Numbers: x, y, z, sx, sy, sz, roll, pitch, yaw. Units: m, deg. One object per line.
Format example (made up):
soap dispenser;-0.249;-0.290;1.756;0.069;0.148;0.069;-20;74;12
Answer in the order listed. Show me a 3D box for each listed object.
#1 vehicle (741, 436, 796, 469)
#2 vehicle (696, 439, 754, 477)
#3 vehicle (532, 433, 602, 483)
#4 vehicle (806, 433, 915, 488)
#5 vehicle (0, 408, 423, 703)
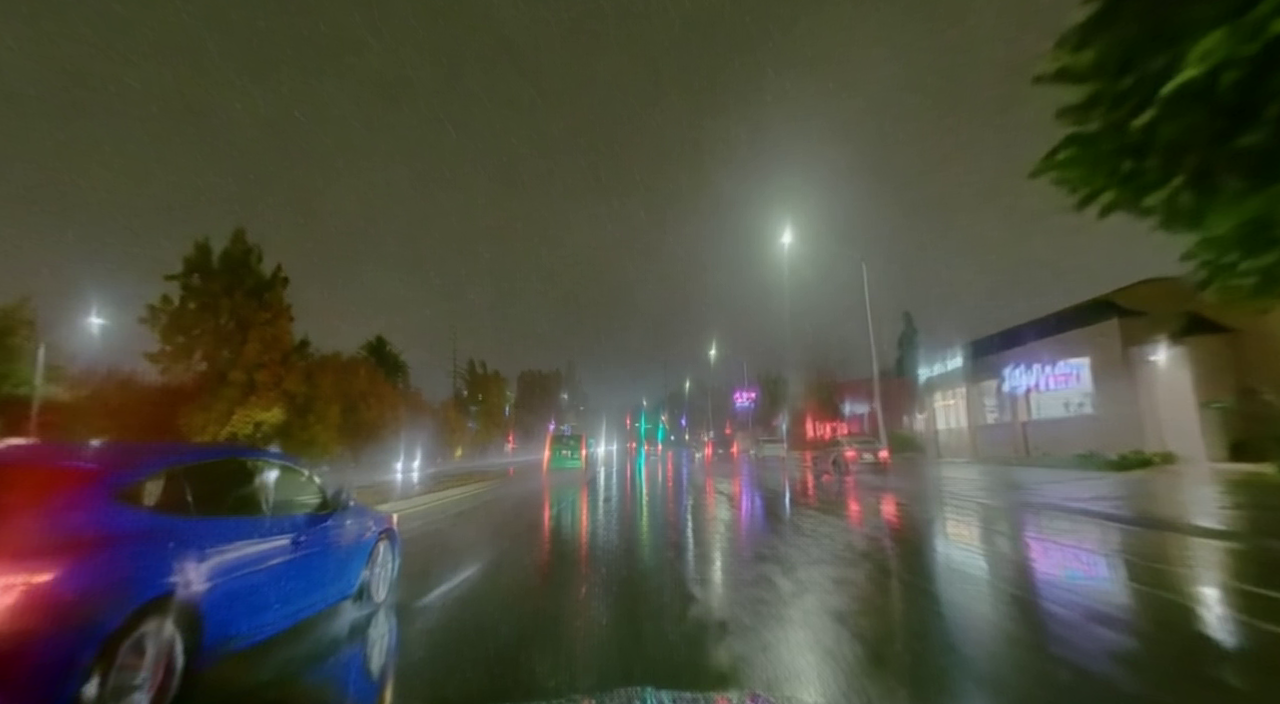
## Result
vehicle;7.564;5.976;37.610;2.198;1.788;4.941;1;-8;0
vehicle;3.602;4.569;27.385;1.904;1.490;4.299;0;-8;0
vehicle;-2.782;4.189;25.243;2.193;1.788;4.603;0;-8;1
vehicle;7.397;3.685;21.740;2.089;1.678;4.725;0;-8;0
vehicle;-3.262;1.203;4.028;1.956;1.460;4.802;0;-8;1
